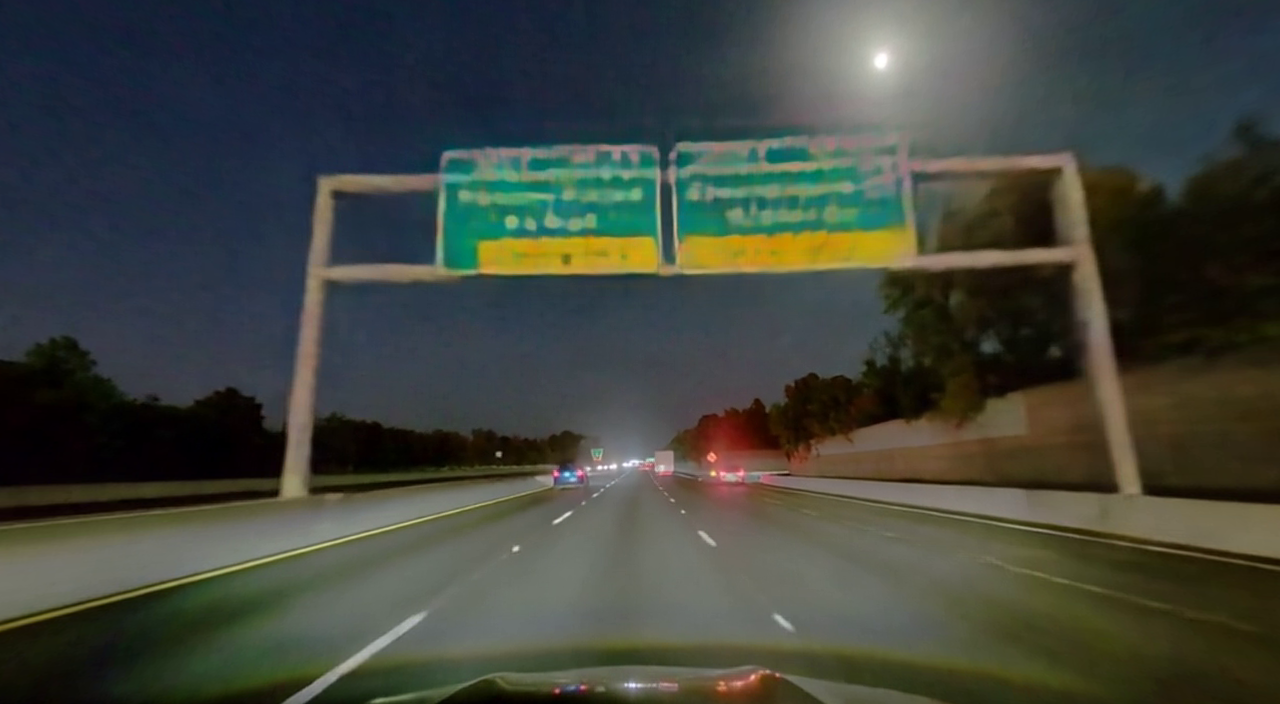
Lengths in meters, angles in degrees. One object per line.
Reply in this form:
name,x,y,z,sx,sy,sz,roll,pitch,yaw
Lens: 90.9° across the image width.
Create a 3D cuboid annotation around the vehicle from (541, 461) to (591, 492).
vehicle,-3.877,6.629,33.652,2.045,1.487,4.582,1,-10,1
